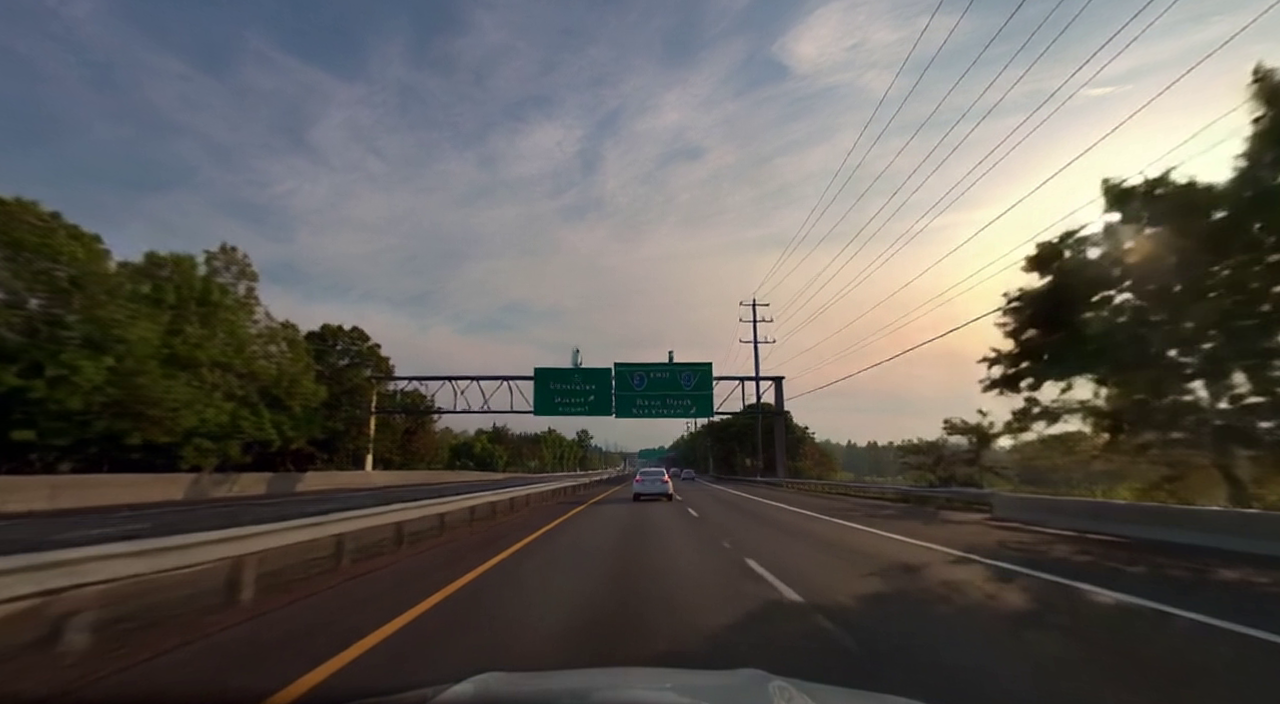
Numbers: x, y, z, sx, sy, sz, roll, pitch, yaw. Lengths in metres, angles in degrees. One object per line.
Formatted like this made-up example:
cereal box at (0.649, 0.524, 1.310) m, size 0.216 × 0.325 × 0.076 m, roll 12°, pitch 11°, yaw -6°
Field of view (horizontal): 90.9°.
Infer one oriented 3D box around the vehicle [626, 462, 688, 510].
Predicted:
vehicle at (0.552, 4.647, 22.078) m, size 1.987 × 1.480 × 3.786 m, roll 1°, pitch -11°, yaw 0°
